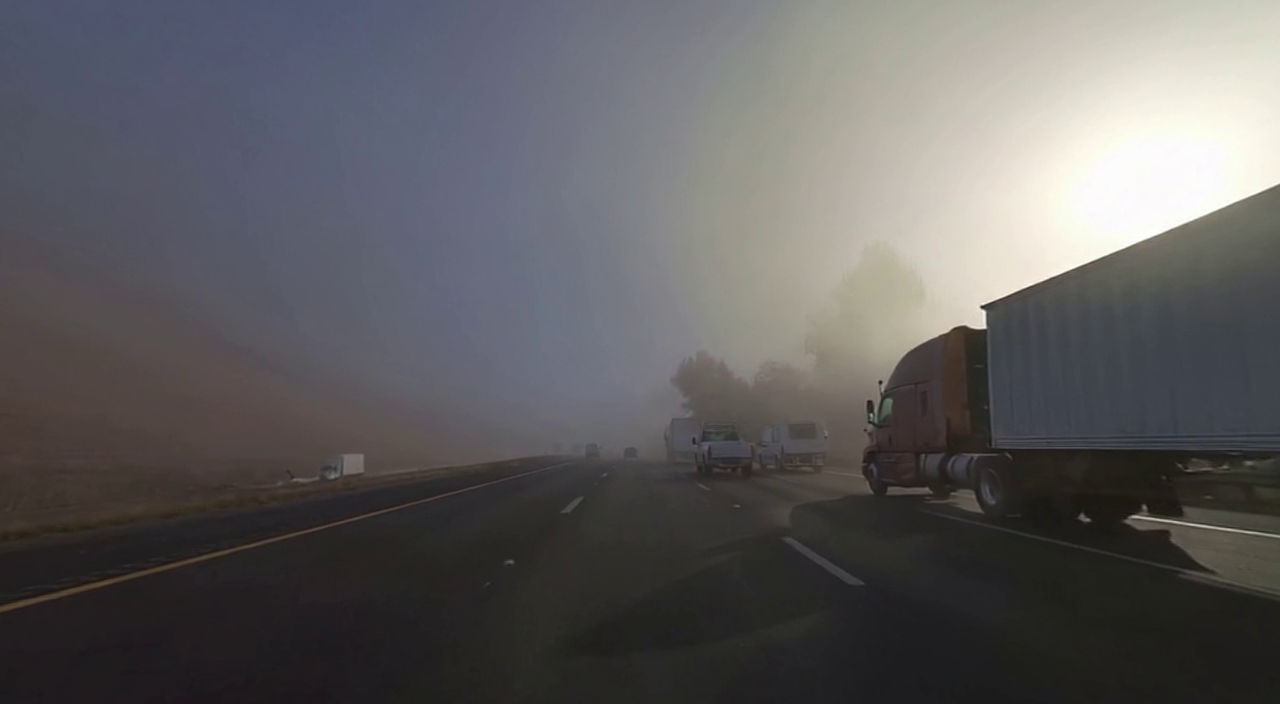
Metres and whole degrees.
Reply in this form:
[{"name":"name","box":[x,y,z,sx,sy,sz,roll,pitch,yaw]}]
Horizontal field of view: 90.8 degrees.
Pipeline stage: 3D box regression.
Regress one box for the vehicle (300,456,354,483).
[{"name":"vehicle","box":[-23.104,8.665,46.838,1.897,1.819,4.093,0,-9,0]}]

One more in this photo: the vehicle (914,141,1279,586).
[{"name":"vehicle","box":[7.570,0.045,5.609,2.935,4.187,16.357,0,-9,0]}]

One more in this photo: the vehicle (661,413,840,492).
[{"name":"vehicle","box":[3.303,3.132,19.885,5.075,2.277,2.365,0,-9,-3]}]
